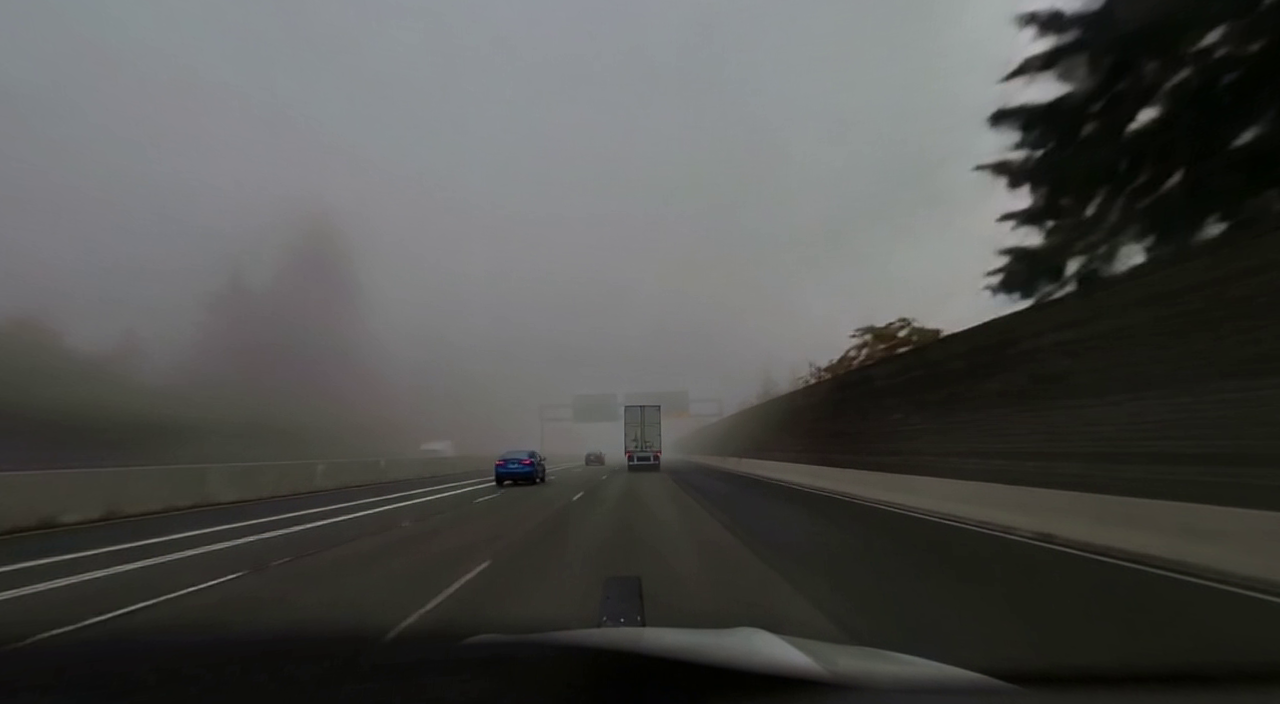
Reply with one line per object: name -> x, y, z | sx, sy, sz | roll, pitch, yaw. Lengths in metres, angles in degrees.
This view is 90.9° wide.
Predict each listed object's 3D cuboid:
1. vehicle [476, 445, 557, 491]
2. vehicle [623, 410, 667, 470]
vehicle -> -4.407, 4.192, 23.219 | 1.977, 1.478, 4.702 | 0, -9, 0
vehicle -> 0.418, 6.713, 47.799 | 2.980, 4.051, 10.359 | 0, -9, 1
